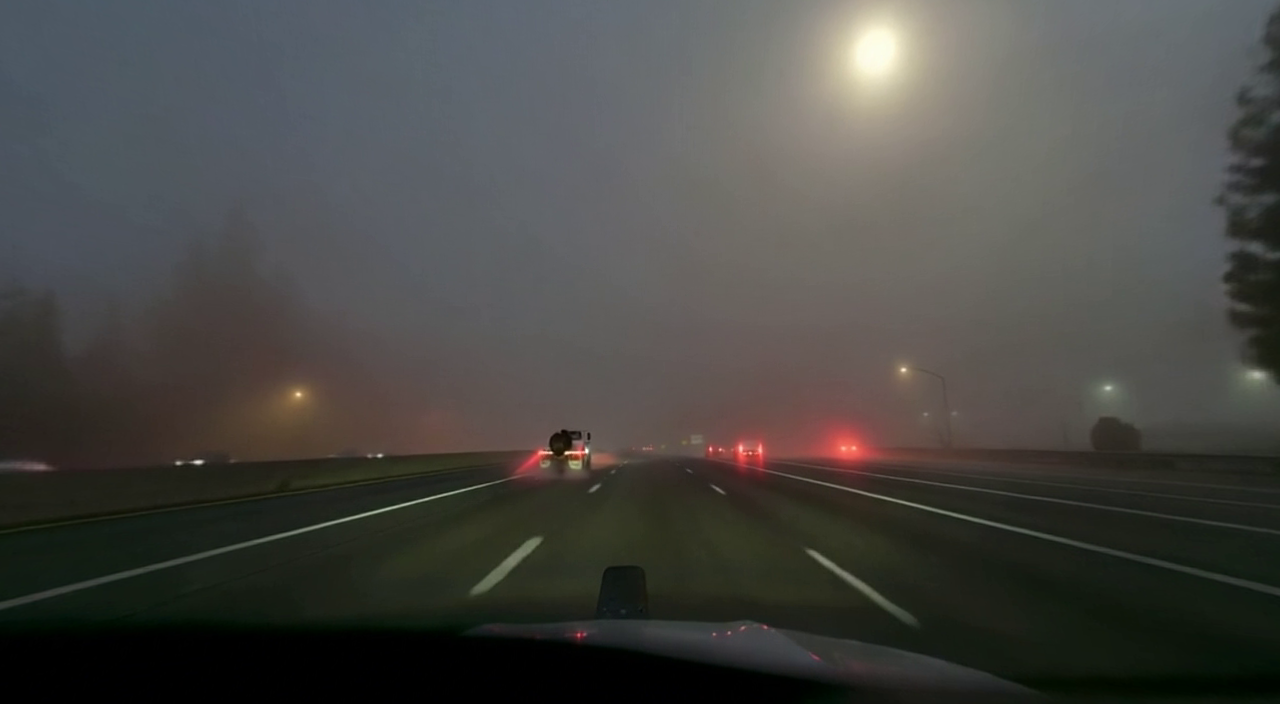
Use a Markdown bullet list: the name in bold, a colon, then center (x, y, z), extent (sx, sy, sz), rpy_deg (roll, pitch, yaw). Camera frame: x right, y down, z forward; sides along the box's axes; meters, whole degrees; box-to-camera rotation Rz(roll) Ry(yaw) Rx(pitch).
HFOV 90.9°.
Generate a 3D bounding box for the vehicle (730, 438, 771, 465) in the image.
- **vehicle**: center (7.486, 6.788, 43.143), extent (2.063, 1.706, 4.259), rpy_deg (0, -8, 1)

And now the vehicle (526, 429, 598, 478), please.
- **vehicle**: center (-3.362, 4.531, 28.406), extent (2.453, 1.952, 5.320), rpy_deg (0, -8, 1)
